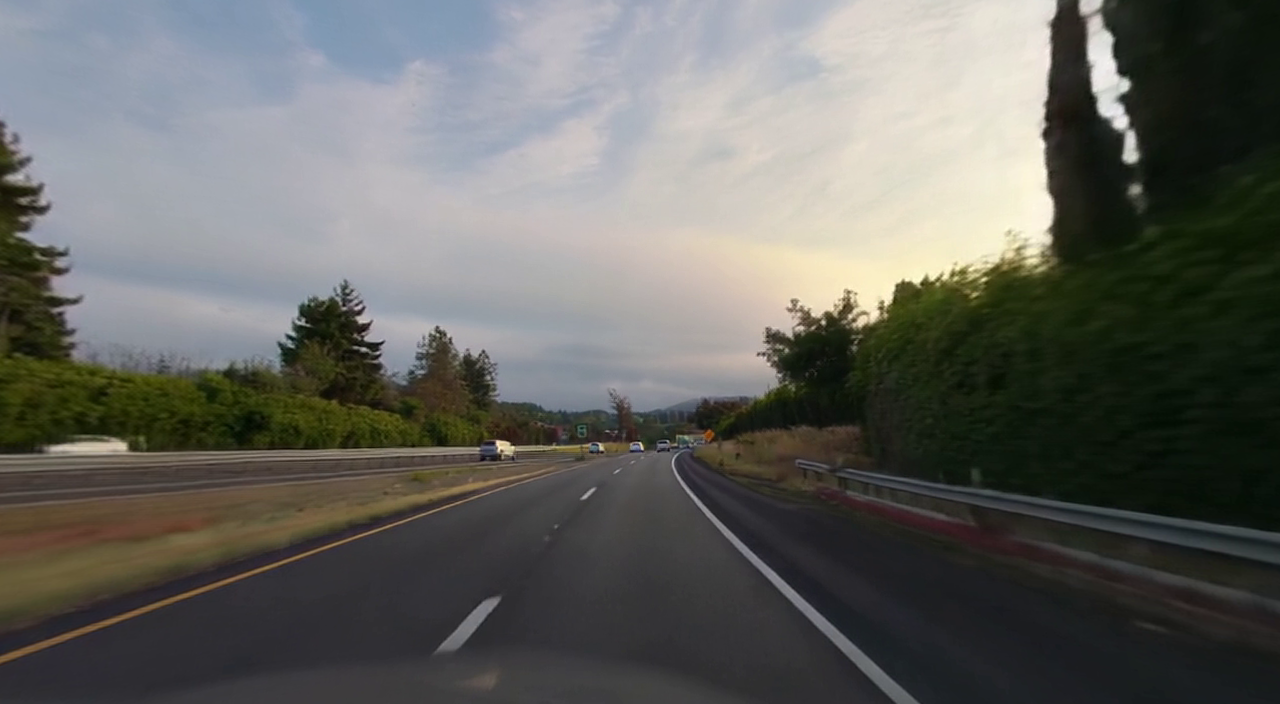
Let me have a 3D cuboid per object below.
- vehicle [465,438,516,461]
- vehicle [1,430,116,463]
[{"bbox_3d":[-10.809,7.066,45.900,2.141,1.612,3.998,-2,-8,11],"label":"vehicle"},{"bbox_3d":[-40.639,6.588,44.281,2.051,2.134,5.638,-1,-8,10],"label":"vehicle"}]
